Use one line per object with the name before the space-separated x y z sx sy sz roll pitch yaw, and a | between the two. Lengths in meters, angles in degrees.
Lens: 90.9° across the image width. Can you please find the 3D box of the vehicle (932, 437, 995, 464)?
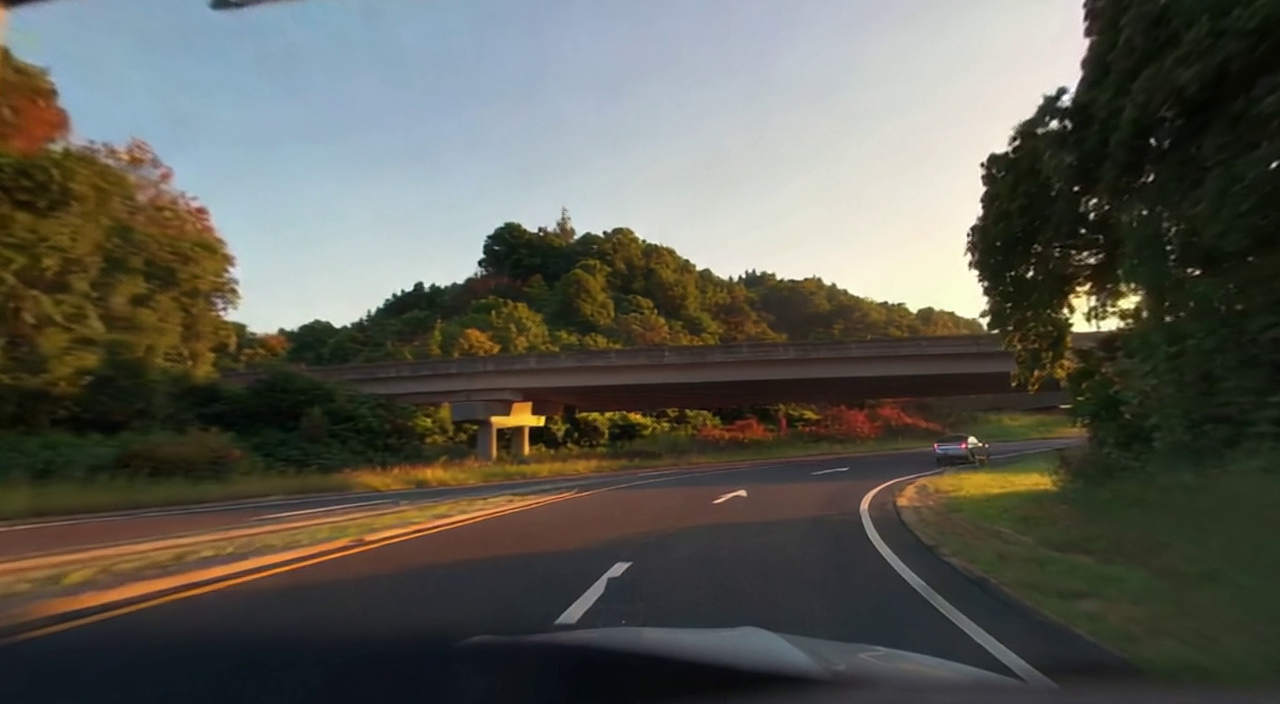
vehicle | 18.055 5.479 35.098 3.645 1.427 1.807 8 -12 -41
